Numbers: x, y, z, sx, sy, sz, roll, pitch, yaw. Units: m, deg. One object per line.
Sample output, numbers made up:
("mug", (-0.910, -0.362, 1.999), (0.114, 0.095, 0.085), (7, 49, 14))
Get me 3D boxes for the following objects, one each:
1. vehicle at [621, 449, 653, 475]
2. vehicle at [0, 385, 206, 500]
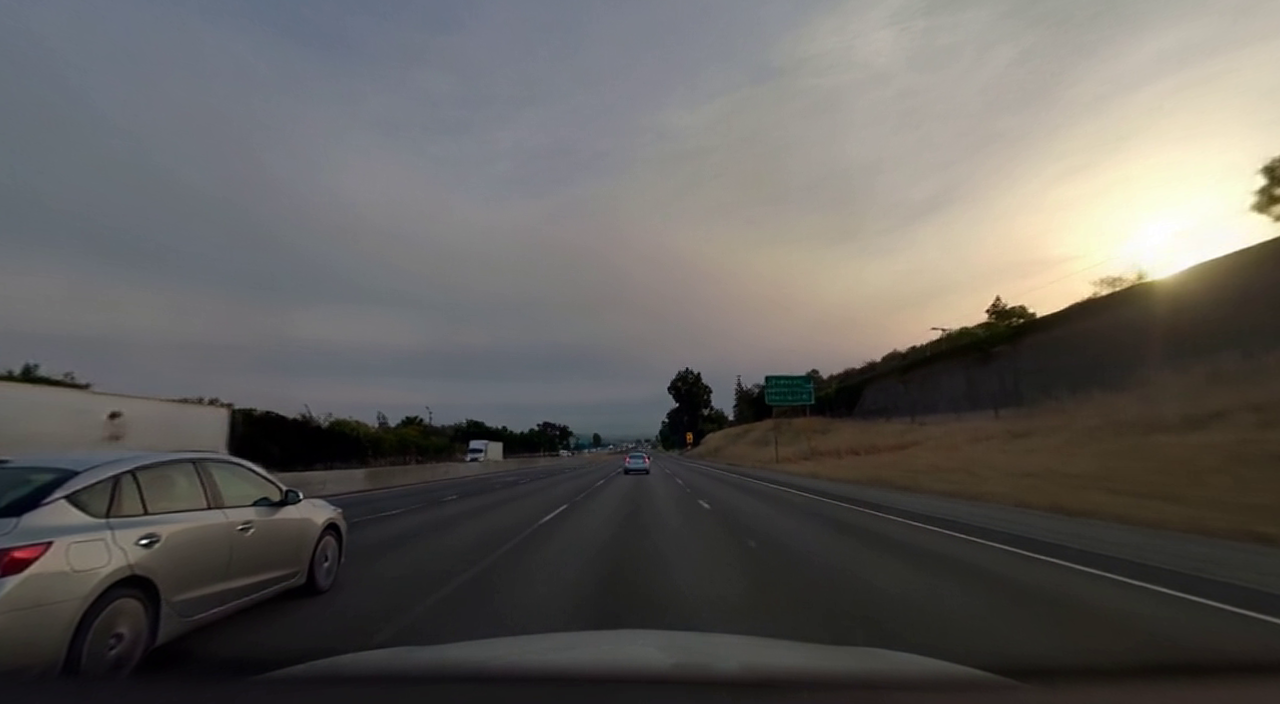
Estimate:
("vehicle", (-0.160, 6.765, 38.938), (1.908, 1.515, 3.871), (0, -9, 0))
("vehicle", (-23.156, 3.446, 23.814), (2.903, 3.856, 14.989), (0, -9, 0))
